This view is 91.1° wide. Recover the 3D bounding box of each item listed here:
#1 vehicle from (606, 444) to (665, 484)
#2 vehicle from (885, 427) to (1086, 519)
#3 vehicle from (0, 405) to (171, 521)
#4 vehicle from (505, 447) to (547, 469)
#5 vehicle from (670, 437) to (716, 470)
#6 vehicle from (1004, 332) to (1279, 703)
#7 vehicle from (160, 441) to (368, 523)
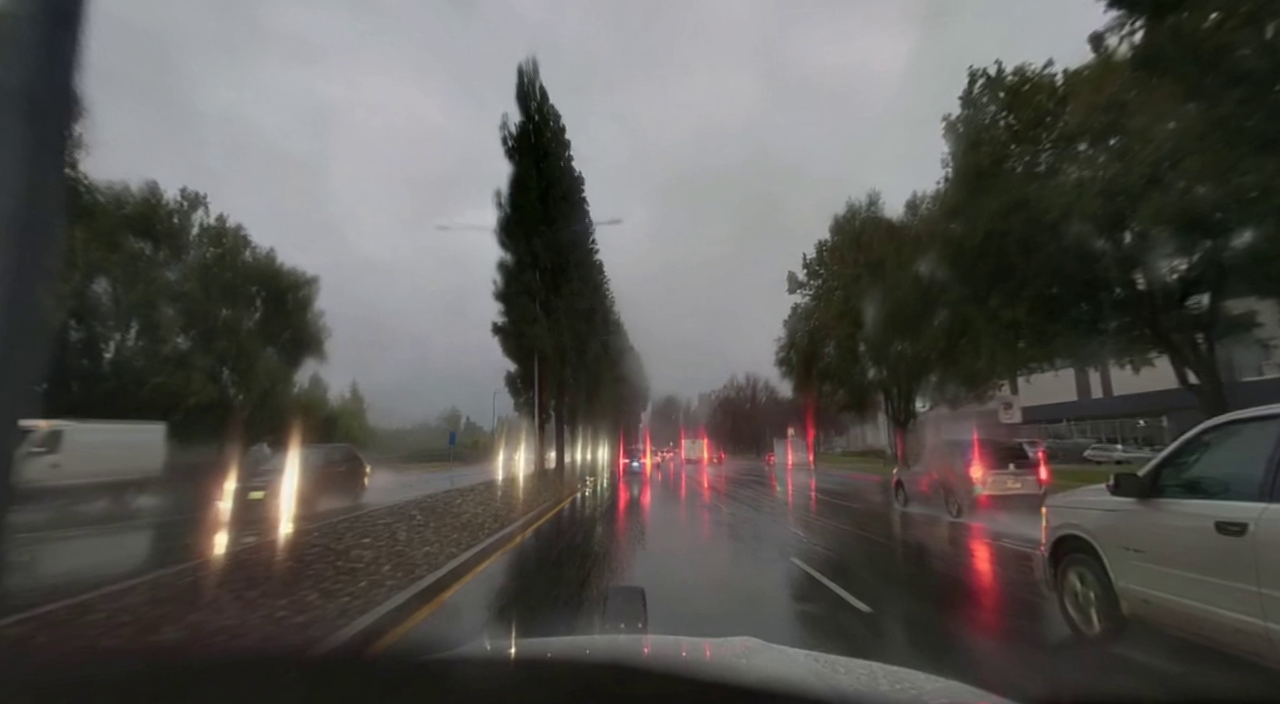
[{"bbox_3d":[-0.183,4.749,26.937,2.315,1.563,4.080,0,-8,0],"label":"vehicle"},{"bbox_3d":[7.558,2.672,14.391,2.090,1.768,4.407,0,-8,0],"label":"vehicle"},{"bbox_3d":[-16.072,2.900,16.694,2.450,2.674,5.904,0,-8,1],"label":"vehicle"},{"bbox_3d":[-8.498,7.918,47.099,2.082,1.588,4.710,0,-9,2],"label":"vehicle"},{"bbox_3d":[3.648,7.192,44.613,2.716,2.131,5.766,0,-8,0],"label":"vehicle"},{"bbox_3d":[3.597,0.741,2.033,2.090,1.763,4.560,0,-8,0],"label":"vehicle"},{"bbox_3d":[-8.846,3.055,15.404,2.253,1.699,4.438,0,-9,1],"label":"vehicle"}]
